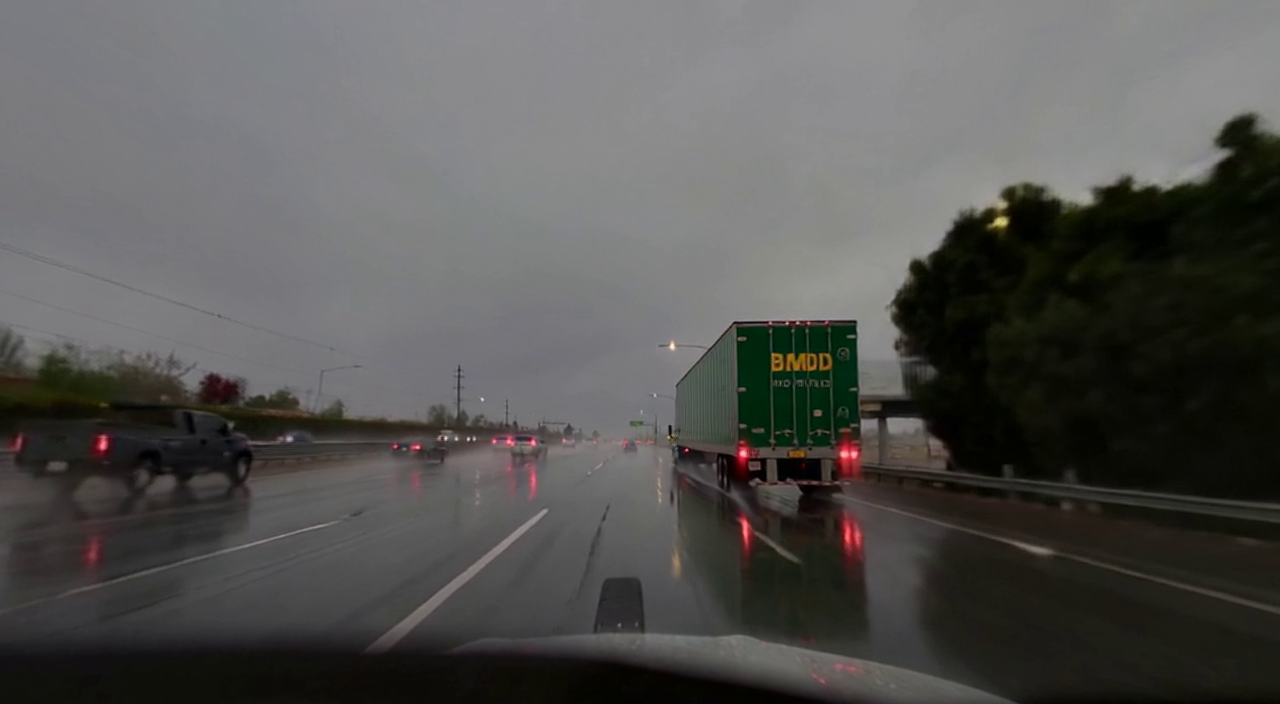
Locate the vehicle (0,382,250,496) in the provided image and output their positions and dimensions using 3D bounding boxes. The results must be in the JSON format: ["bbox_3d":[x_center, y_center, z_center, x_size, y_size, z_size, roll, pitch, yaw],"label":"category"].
[{"bbox_3d":[-13.990,2.415,17.493,2.307,2.571,6.260,0,-8,0],"label":"vehicle"}]

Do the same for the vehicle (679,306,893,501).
[{"bbox_3d":[3.375,2.092,20.255,2.891,3.944,15.051,0,-8,-2],"label":"vehicle"}]

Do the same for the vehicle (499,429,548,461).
[{"bbox_3d":[-7.400,5.987,40.611,2.100,1.905,5.119,0,-8,0],"label":"vehicle"}]

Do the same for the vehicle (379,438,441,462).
[{"bbox_3d":[-14.105,6.043,39.026,2.067,1.398,4.863,0,-8,-1],"label":"vehicle"}]
